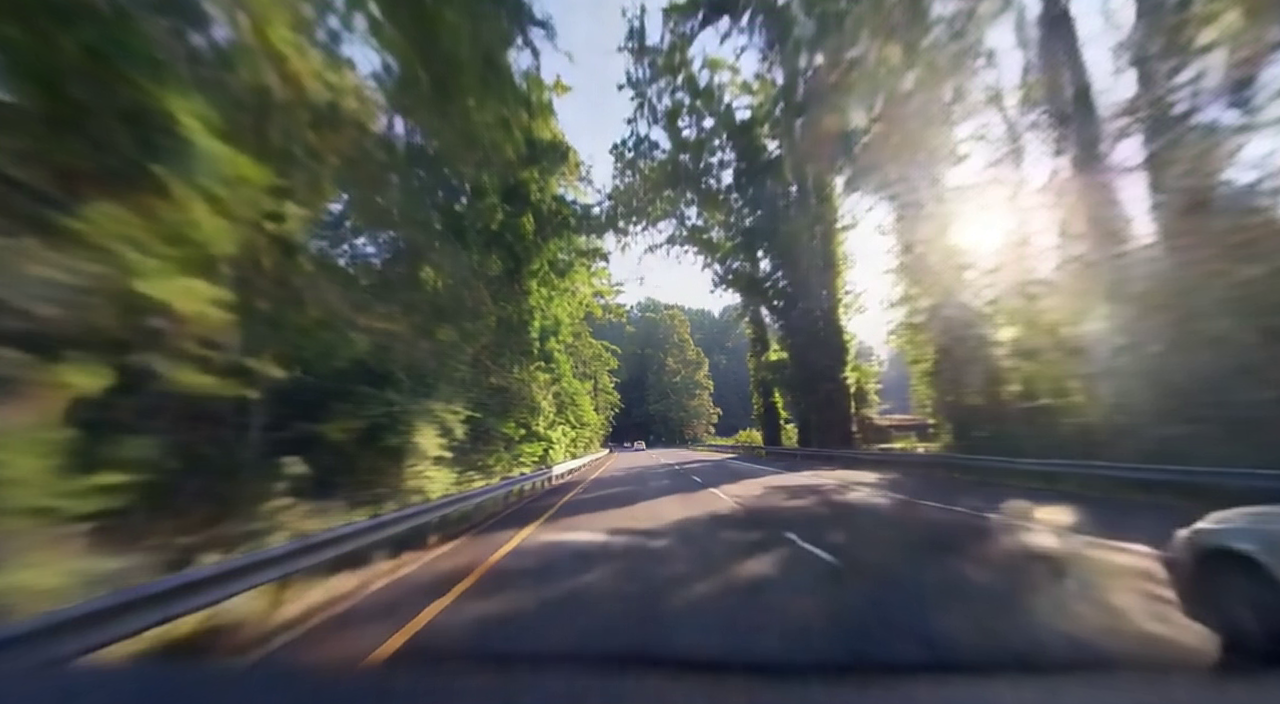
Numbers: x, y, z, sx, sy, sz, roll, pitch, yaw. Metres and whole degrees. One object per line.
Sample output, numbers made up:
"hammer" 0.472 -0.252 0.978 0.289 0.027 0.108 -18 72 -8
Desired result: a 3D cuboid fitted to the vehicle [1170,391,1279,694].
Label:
"vehicle" 4.230 0.707 1.406 1.905 1.525 4.719 0 -8 -1
